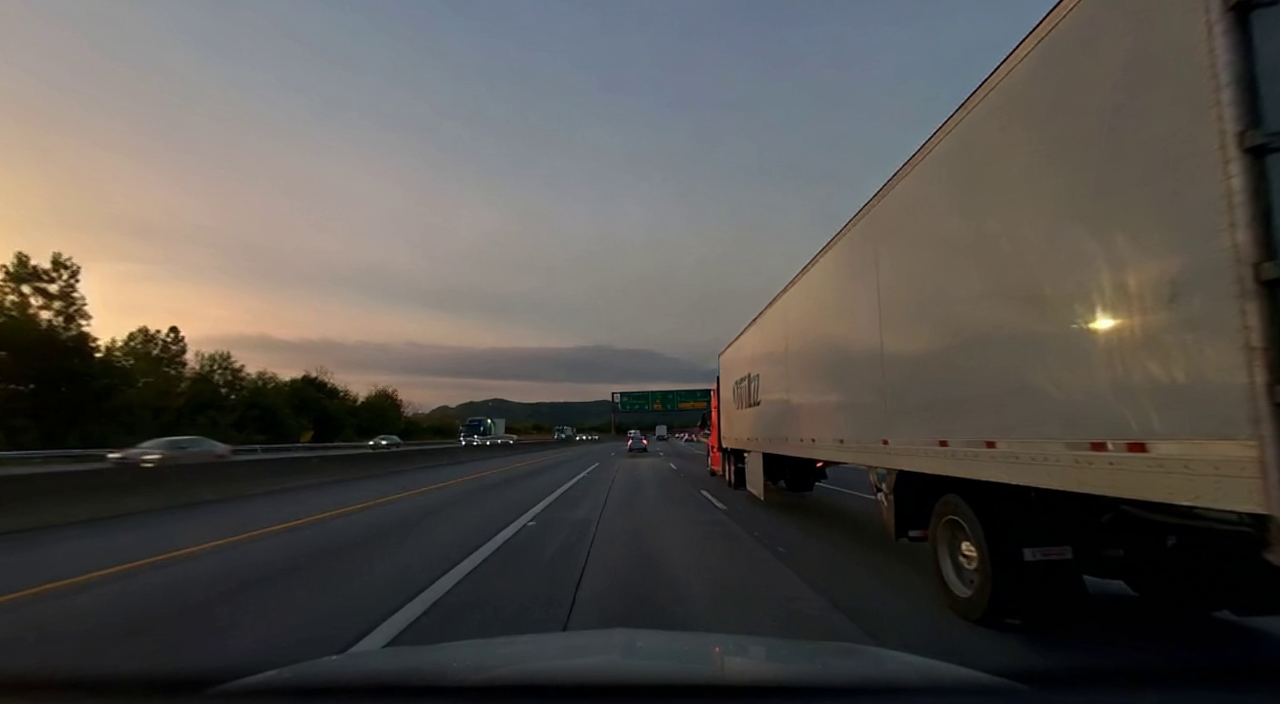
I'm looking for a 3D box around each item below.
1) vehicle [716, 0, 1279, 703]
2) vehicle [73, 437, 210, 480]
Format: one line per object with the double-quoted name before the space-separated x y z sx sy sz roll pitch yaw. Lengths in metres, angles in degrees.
"vehicle" 3.689 0.516 9.354 2.976 4.077 14.571 0 -8 -1
"vehicle" -19.248 4.095 24.615 1.930 1.486 4.185 0 -8 -1
